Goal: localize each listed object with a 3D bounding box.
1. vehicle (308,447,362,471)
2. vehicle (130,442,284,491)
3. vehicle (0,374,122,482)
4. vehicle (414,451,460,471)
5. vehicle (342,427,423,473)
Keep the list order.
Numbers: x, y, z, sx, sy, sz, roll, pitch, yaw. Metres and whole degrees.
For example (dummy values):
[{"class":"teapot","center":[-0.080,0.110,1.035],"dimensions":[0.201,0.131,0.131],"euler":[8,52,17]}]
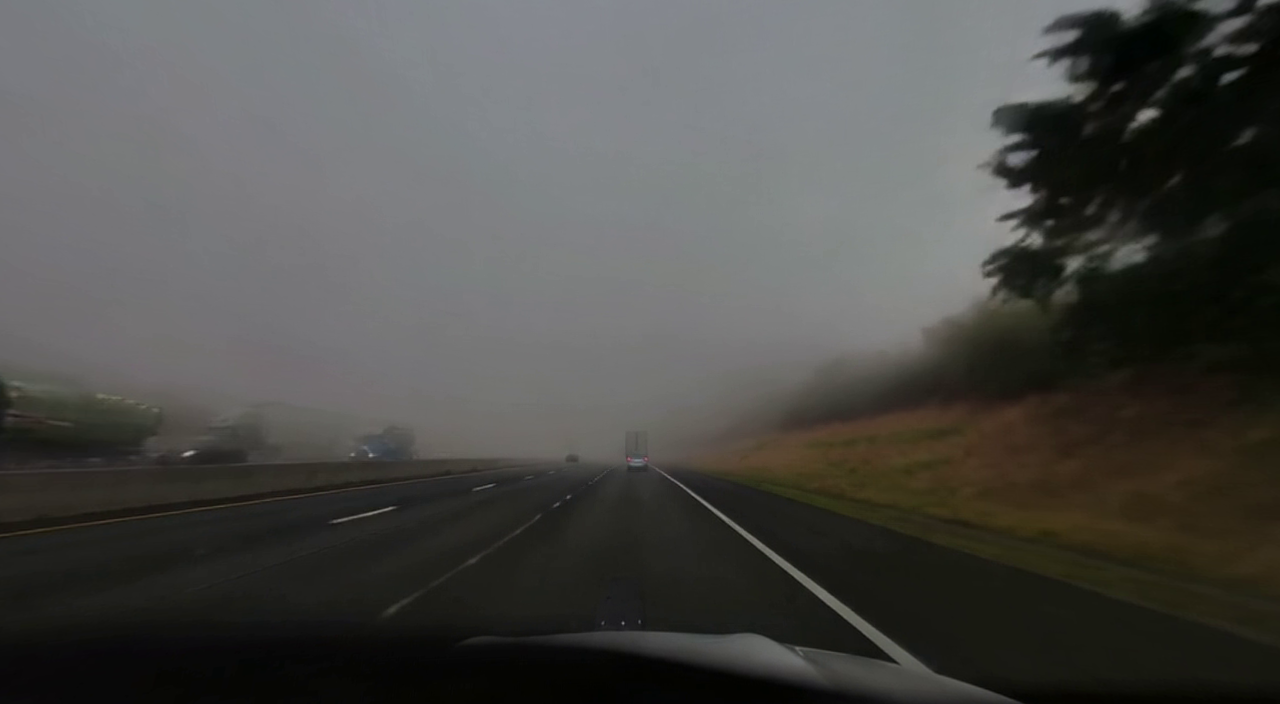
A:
[{"class":"vehicle","center":[-19.552,6.864,40.558],"dimensions":[1.651,1.481,3.625],"euler":[0,-9,0]},{"class":"vehicle","center":[-14.588,3.890,21.655],"dimensions":[1.935,1.486,4.694],"euler":[0,-9,0]},{"class":"vehicle","center":[-23.781,2.628,21.809],"dimensions":[2.893,3.701,10.393],"euler":[0,-9,-1]},{"class":"vehicle","center":[-15.348,8.266,47.862],"dimensions":[1.863,1.438,4.669],"euler":[0,-9,0]},{"class":"vehicle","center":[-14.973,5.766,37.094],"dimensions":[2.382,2.437,5.706],"euler":[0,-9,-1]}]
